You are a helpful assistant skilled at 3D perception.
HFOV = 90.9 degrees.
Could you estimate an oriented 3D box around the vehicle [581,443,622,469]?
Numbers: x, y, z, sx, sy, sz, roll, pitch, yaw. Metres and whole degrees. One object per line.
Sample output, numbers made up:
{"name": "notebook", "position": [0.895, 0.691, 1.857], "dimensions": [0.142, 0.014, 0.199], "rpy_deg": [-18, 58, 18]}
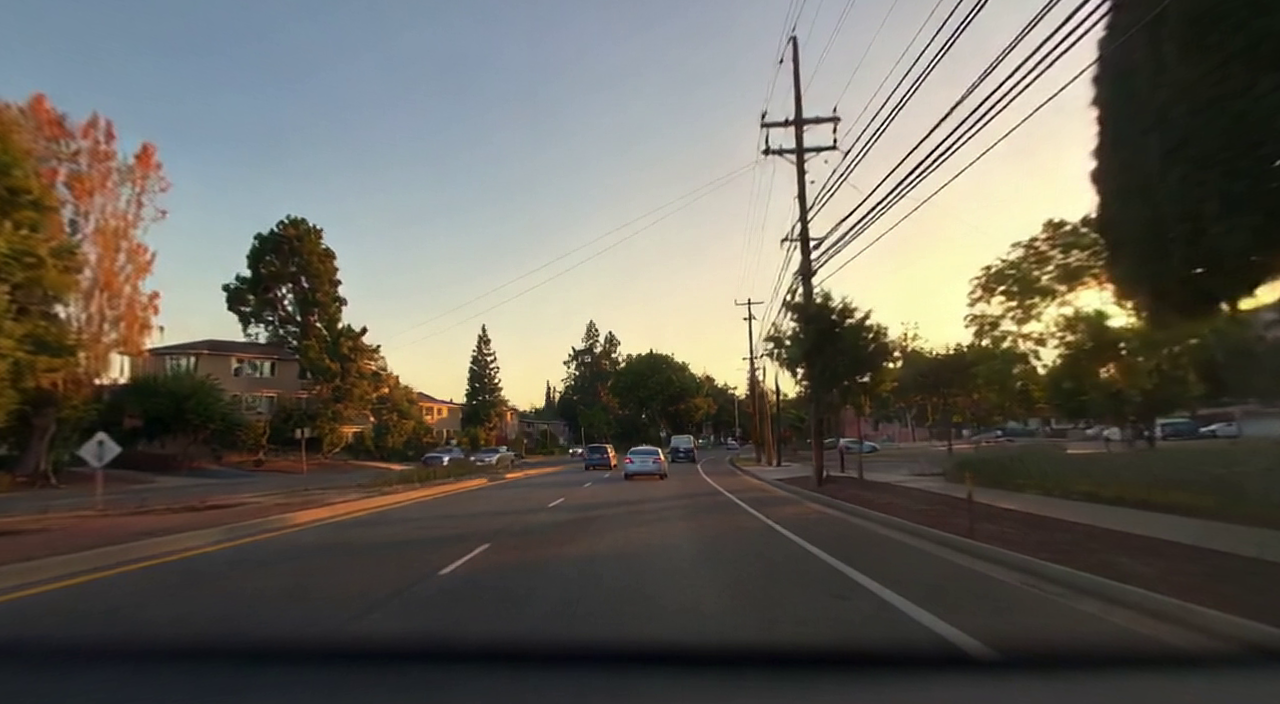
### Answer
{"name": "vehicle", "position": [-2.272, 6.291, 38.220], "dimensions": [1.983, 1.485, 4.159], "rpy_deg": [0, -9, 4]}

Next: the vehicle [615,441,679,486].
{"name": "vehicle", "position": [0.352, 4.040, 23.098], "dimensions": [2.117, 1.474, 4.036], "rpy_deg": [0, -9, 4]}
